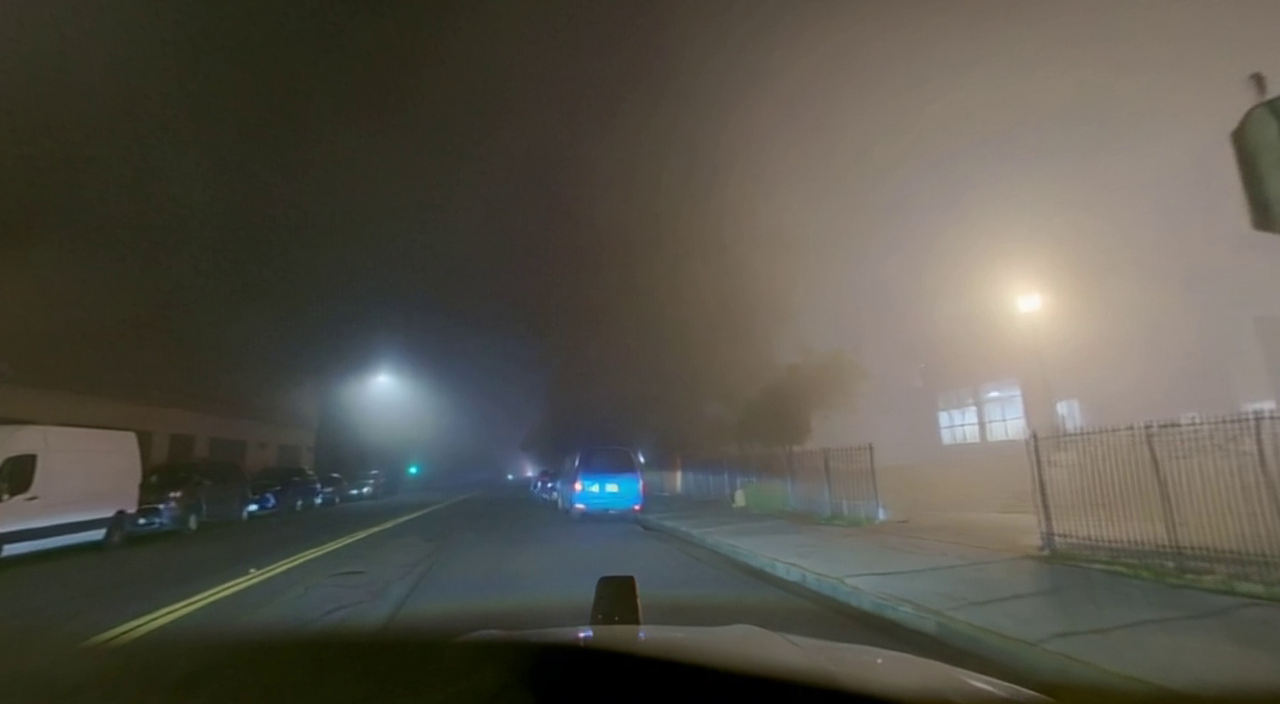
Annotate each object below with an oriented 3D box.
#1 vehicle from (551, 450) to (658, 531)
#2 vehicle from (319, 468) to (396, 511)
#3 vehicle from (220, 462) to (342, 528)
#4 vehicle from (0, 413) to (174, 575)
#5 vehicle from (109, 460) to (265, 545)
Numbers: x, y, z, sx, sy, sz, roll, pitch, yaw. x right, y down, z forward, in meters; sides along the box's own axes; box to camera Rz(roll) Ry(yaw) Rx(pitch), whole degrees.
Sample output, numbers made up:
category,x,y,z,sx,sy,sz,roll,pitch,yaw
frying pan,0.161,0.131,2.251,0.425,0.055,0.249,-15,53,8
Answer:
category,x,y,z,sx,sy,sz,roll,pitch,yaw
vehicle,-1.300,4.057,19.407,2.327,2.021,5.850,2,-9,-12
vehicle,-15.322,7.436,34.677,2.504,1.919,5.658,2,-9,-10
vehicle,-13.224,5.227,23.811,2.304,1.937,5.720,1,-9,-12
vehicle,-10.955,2.546,11.251,2.435,2.308,4.937,-2,-10,-13
vehicle,-12.071,3.952,17.218,1.857,1.908,4.081,2,-9,-12
